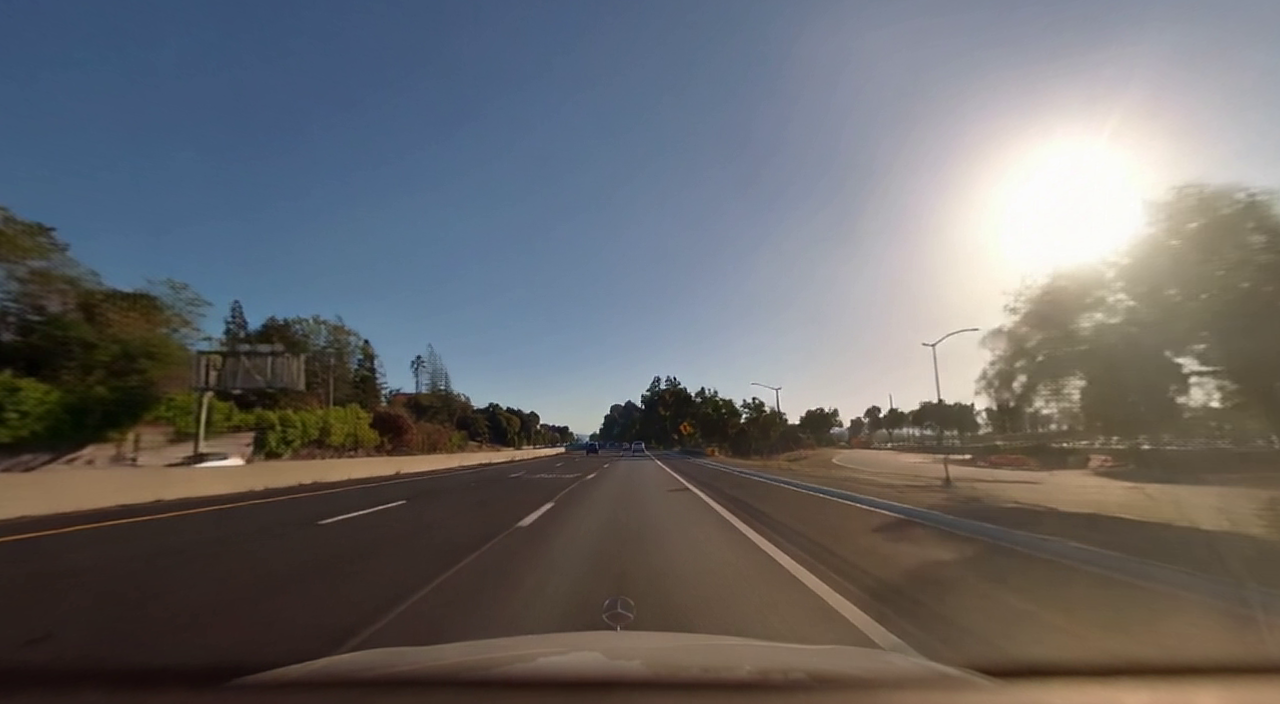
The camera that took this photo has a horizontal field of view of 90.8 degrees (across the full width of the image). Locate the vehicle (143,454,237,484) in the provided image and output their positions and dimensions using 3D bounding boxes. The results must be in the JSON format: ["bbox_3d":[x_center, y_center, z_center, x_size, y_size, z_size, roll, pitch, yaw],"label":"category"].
[{"bbox_3d":[-25.071,6.507,35.422,1.833,1.487,4.643,0,-8,0],"label":"vehicle"}]
